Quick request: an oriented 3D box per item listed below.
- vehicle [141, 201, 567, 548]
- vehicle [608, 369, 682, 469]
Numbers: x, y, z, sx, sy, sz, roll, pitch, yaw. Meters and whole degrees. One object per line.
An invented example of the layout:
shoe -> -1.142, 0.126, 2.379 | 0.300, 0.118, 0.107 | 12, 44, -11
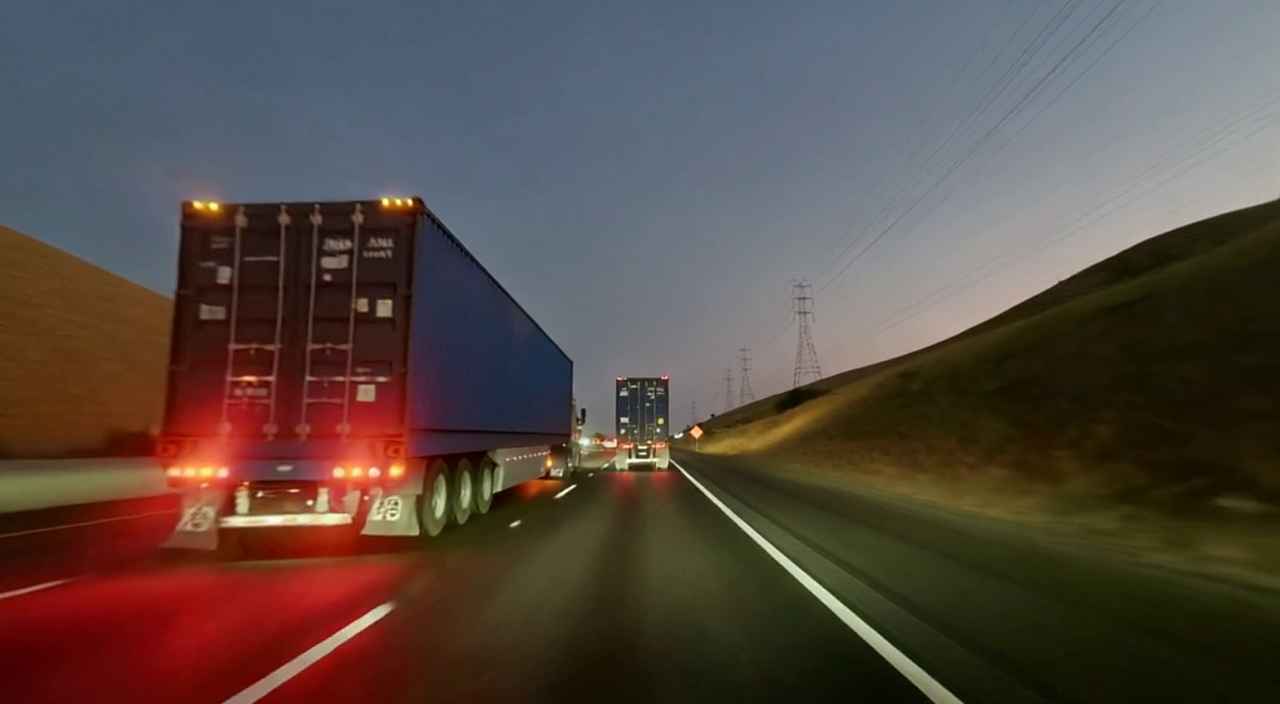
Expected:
vehicle -> -4.069, 1.160, 14.189 | 3.065, 4.105, 13.706 | 0, -8, 1
vehicle -> 0.114, 3.586, 31.792 | 3.006, 4.120, 11.586 | 0, -8, -1
